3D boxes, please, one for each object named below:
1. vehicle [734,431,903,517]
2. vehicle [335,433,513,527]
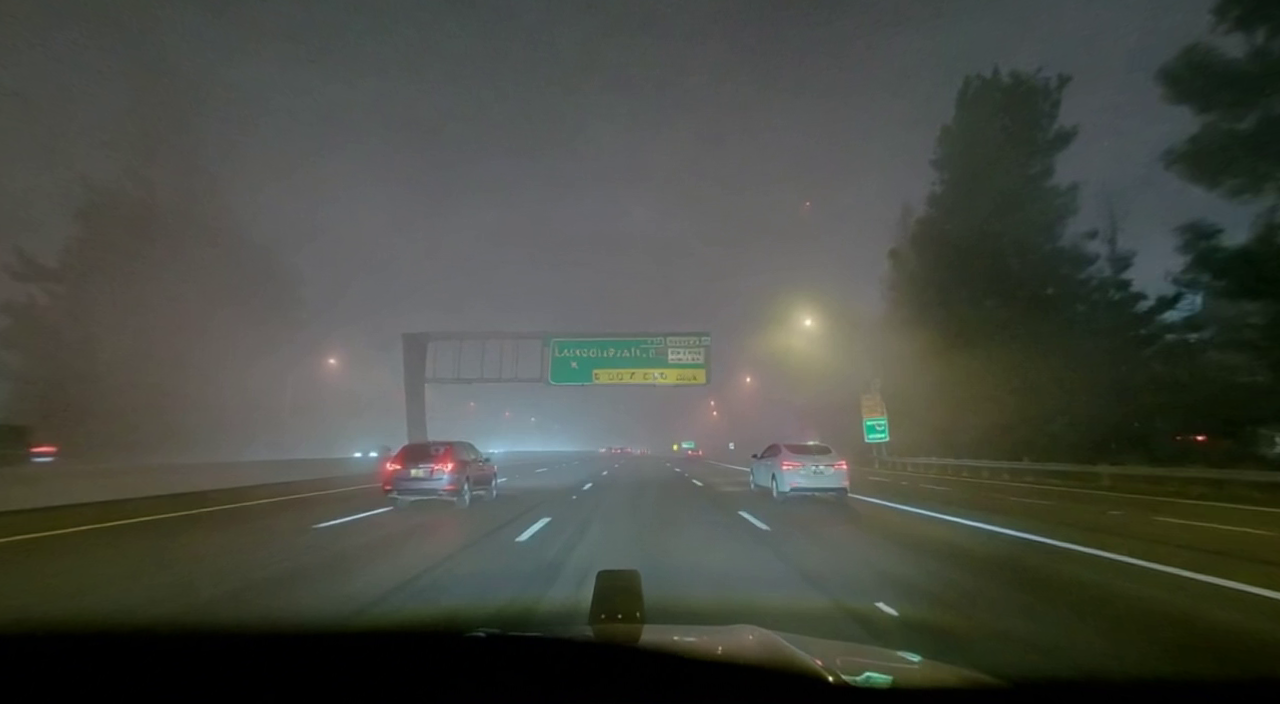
[{"bbox_3d":[3.523,2.521,13.670,2.164,1.507,4.914,0,-8,-1],"label":"vehicle"},{"bbox_3d":[-3.941,2.387,12.399,1.939,1.508,4.272,0,-8,1],"label":"vehicle"}]
